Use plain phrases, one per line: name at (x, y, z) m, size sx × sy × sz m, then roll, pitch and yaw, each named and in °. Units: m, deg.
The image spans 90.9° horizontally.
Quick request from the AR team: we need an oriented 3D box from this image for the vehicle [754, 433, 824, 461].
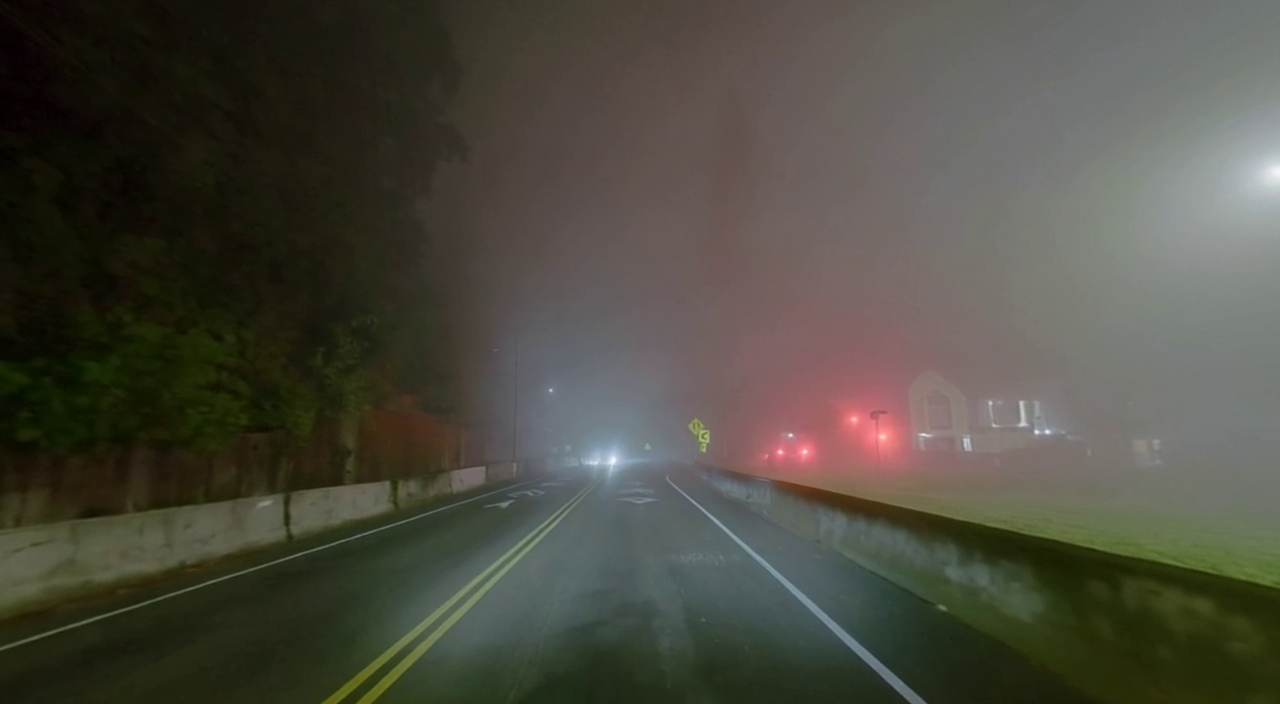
vehicle at (10.814, 6.931, 46.032) m, size 4.614 × 1.764 × 1.860 m, roll -3°, pitch -8°, yaw 6°
